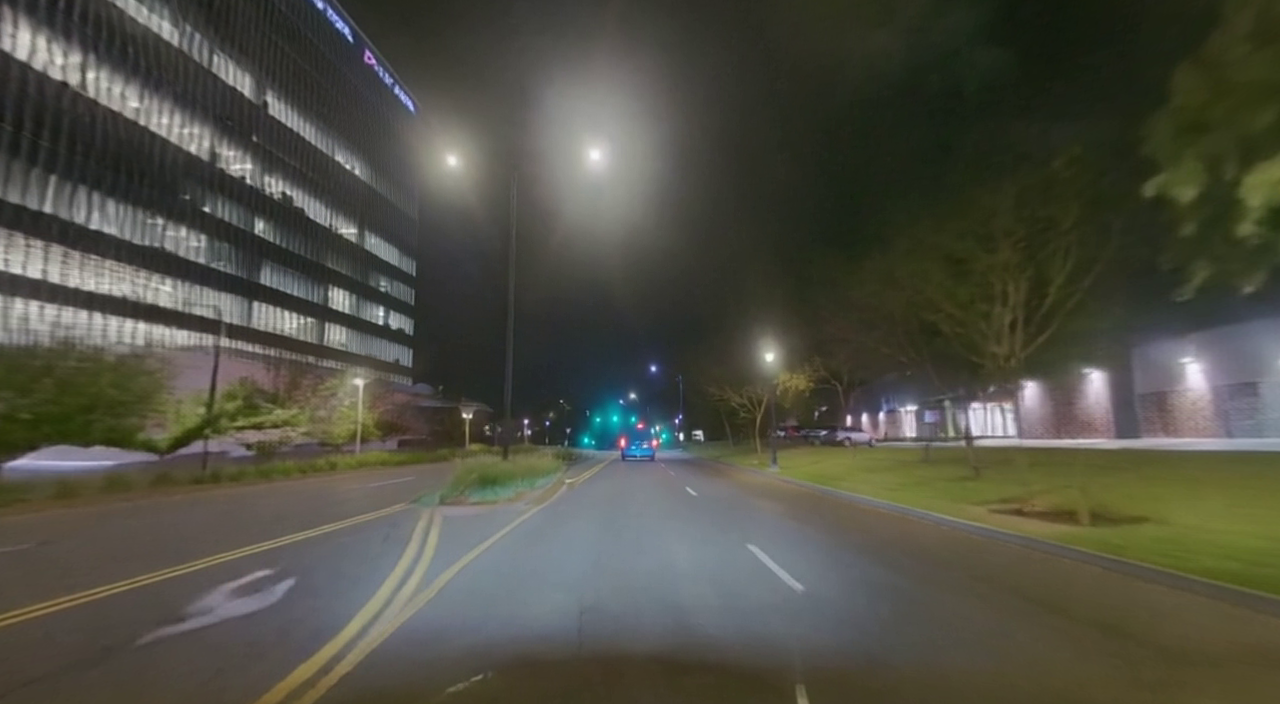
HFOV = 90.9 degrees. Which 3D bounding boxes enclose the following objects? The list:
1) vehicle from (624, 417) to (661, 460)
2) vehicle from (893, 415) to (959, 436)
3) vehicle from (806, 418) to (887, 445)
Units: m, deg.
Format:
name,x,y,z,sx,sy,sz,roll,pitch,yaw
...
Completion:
name,x,y,z,sx,sy,sz,roll,pitch,yaw
vehicle,0.108,5.998,43.759,2.435,2.816,5.232,0,-8,-1
vehicle,22.579,5.809,49.857,4.287,1.575,1.931,1,-8,1
vehicle,12.434,4.822,38.136,4.184,1.578,1.976,1,-8,-3
